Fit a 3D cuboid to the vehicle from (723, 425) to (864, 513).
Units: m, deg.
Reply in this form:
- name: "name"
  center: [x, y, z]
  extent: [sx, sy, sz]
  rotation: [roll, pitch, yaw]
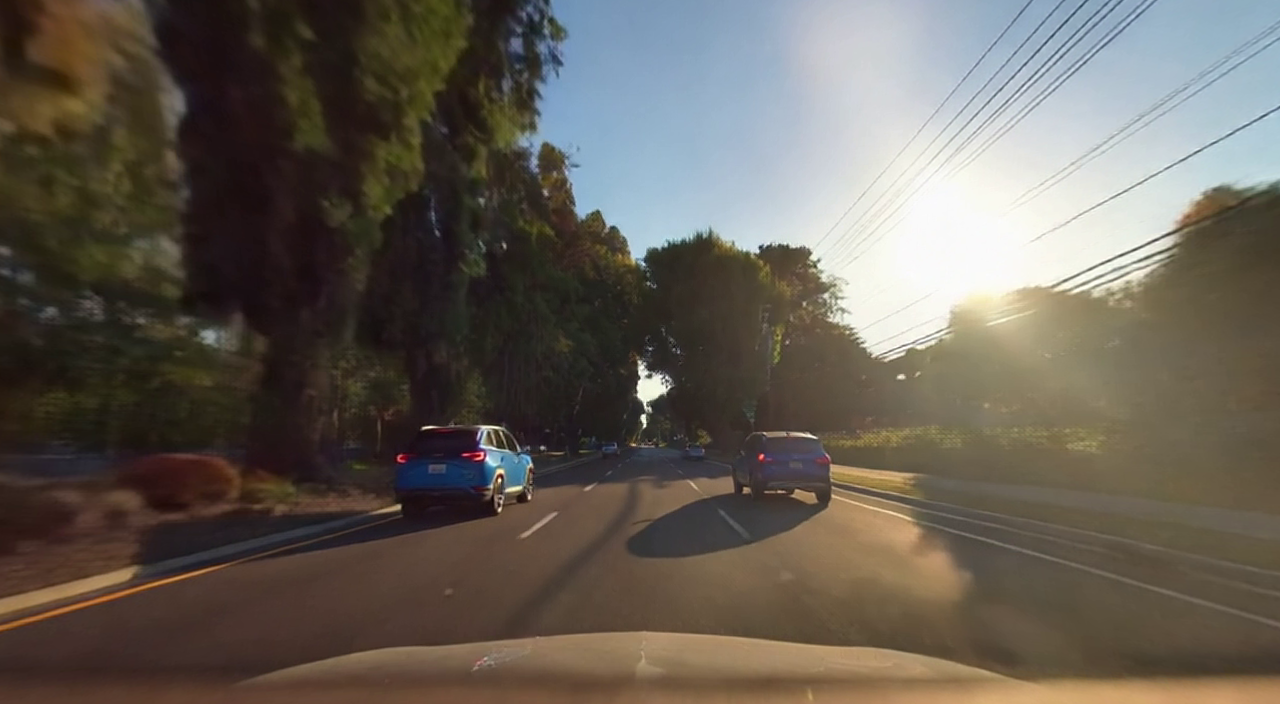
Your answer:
- name: "vehicle"
  center: [3.383, 2.687, 14.951]
  extent: [2.182, 1.744, 4.464]
  rotation: [0, -8, -1]

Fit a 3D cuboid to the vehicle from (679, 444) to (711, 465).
- name: "vehicle"
  center: [3.955, 7.411, 45.842]
  extent: [1.906, 1.468, 4.422]
  rotation: [0, -8, 0]

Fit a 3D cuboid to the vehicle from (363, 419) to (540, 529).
- name: "vehicle"
  center: [-3.482, 2.350, 12.713]
  extent: [2.104, 1.785, 4.494]
  rotation: [0, -8, 1]
